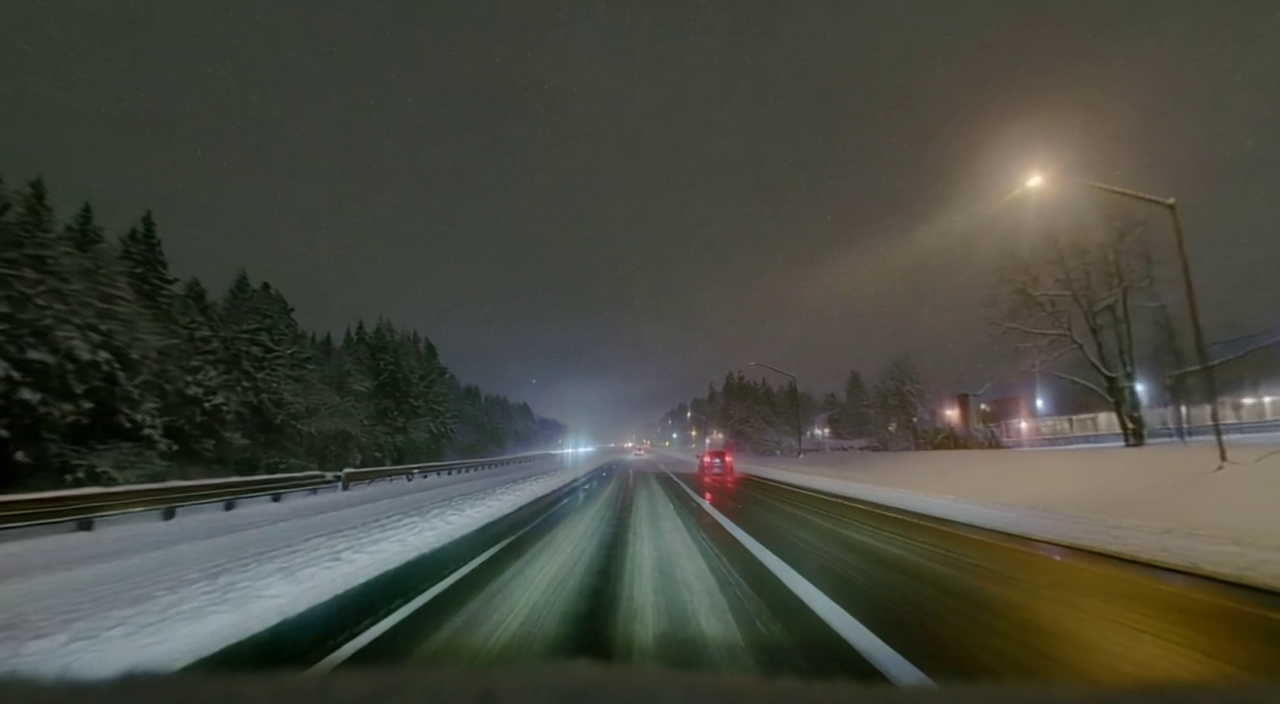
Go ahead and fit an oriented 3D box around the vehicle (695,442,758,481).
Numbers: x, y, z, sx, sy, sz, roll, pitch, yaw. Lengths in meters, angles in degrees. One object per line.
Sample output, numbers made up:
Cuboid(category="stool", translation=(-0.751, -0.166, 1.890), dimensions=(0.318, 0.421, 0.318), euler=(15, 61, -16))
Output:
Cuboid(category="vehicle", translation=(3.701, 4.760, 27.650), dimensions=(2.115, 1.522, 4.330), euler=(0, -9, 0))
